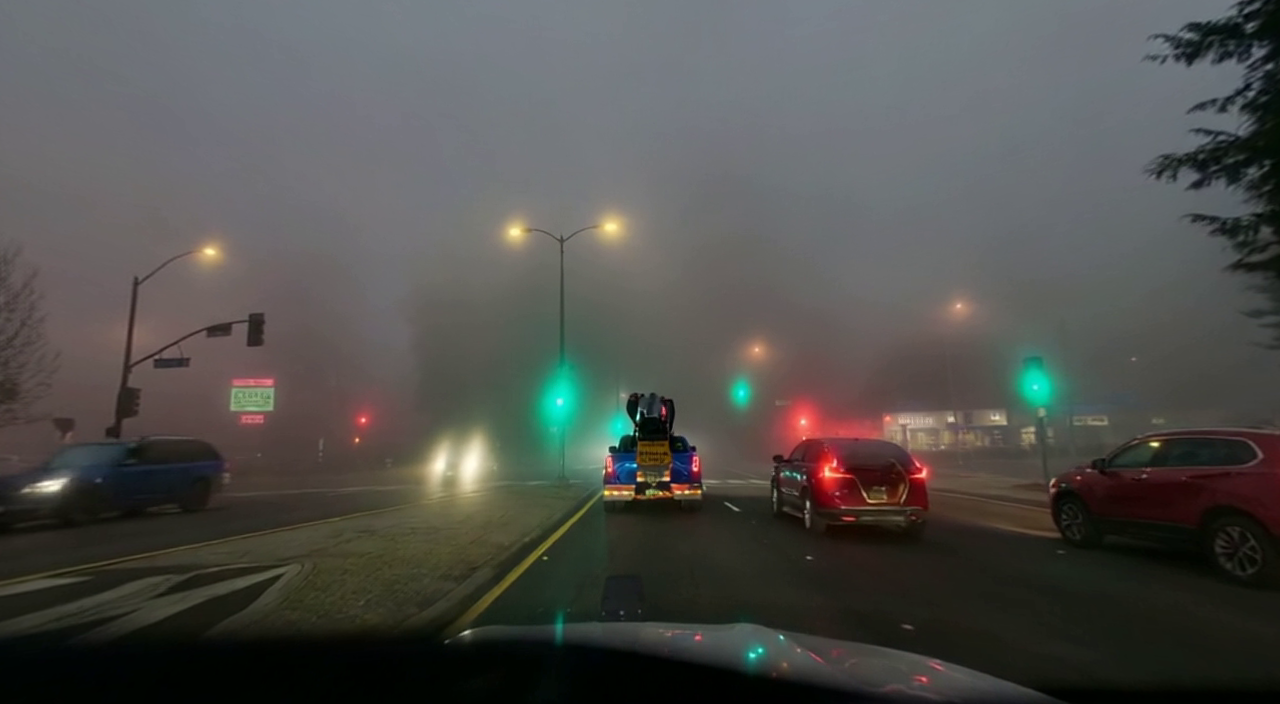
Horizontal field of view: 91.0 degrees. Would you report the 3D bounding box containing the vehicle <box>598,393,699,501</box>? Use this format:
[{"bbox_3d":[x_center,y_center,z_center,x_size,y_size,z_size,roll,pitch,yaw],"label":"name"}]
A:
[{"bbox_3d":[0.248,2.518,16.974,2.370,2.518,3.858,-1,-8,1],"label":"vehicle"}]

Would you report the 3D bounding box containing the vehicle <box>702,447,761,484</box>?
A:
[{"bbox_3d":[4.043,5.066,28.529,1.967,1.515,4.378,0,-9,-1],"label":"vehicle"}]

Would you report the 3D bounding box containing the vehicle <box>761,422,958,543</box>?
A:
[{"bbox_3d":[3.637,2.240,11.446,2.025,1.754,4.311,0,-9,0],"label":"vehicle"}]

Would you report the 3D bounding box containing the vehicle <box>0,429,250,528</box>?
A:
[{"bbox_3d":[-11.832,2.788,14.586,2.163,1.858,5.318,0,-9,0],"label":"vehicle"}]

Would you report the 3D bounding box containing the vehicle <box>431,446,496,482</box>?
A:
[{"bbox_3d":[-8.379,5.310,30.244,1.889,1.576,4.044,0,-9,1],"label":"vehicle"}]

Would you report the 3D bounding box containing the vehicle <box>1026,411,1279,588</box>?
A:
[{"bbox_3d":[7.188,1.685,7.781,1.982,1.698,4.408,0,-9,0],"label":"vehicle"}]
